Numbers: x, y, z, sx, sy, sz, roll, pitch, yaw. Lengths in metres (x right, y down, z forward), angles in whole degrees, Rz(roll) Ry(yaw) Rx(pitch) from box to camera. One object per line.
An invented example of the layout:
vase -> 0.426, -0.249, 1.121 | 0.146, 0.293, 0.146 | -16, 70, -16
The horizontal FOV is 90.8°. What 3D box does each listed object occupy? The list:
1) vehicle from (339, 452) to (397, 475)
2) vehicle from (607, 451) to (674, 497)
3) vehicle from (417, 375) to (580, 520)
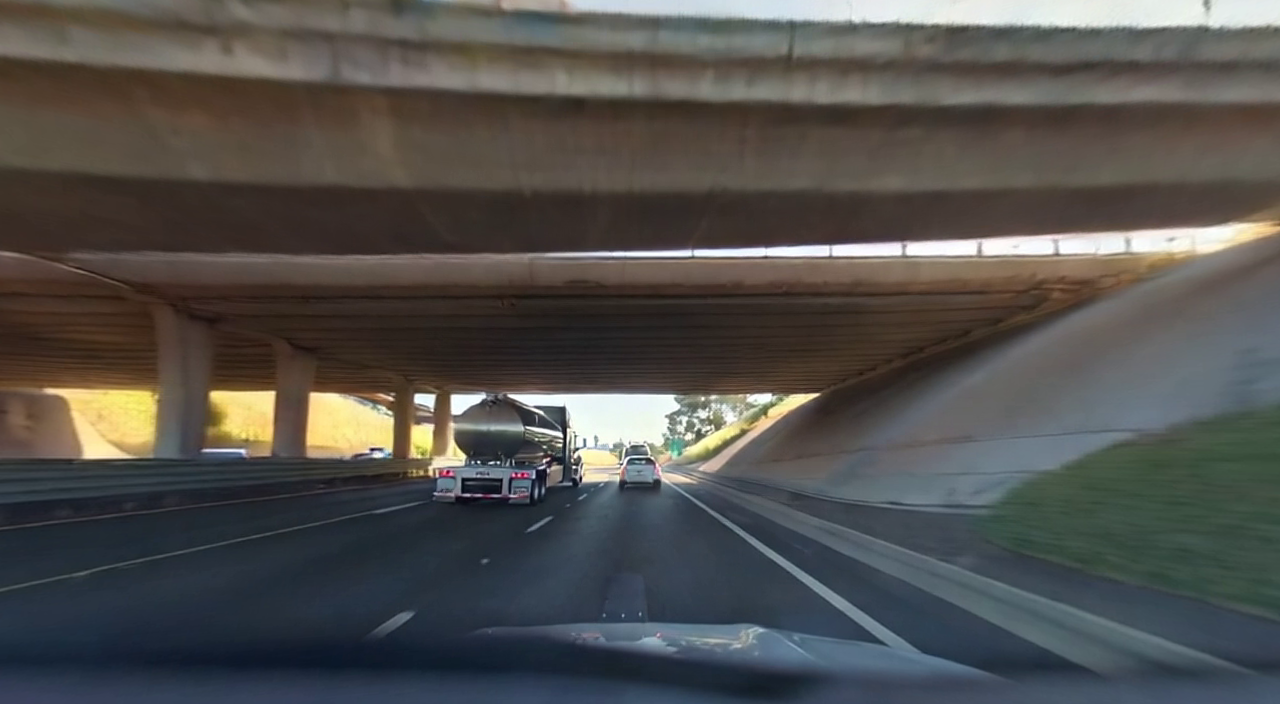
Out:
vehicle -> -19.220, 7.853, 44.839 | 1.929, 1.523, 4.108 | -1, -9, 6
vehicle -> -0.021, 4.364, 23.069 | 2.215, 1.481, 4.246 | 0, -9, -1
vehicle -> -4.180, 3.453, 22.966 | 2.896, 3.563, 14.643 | 0, -9, -1
